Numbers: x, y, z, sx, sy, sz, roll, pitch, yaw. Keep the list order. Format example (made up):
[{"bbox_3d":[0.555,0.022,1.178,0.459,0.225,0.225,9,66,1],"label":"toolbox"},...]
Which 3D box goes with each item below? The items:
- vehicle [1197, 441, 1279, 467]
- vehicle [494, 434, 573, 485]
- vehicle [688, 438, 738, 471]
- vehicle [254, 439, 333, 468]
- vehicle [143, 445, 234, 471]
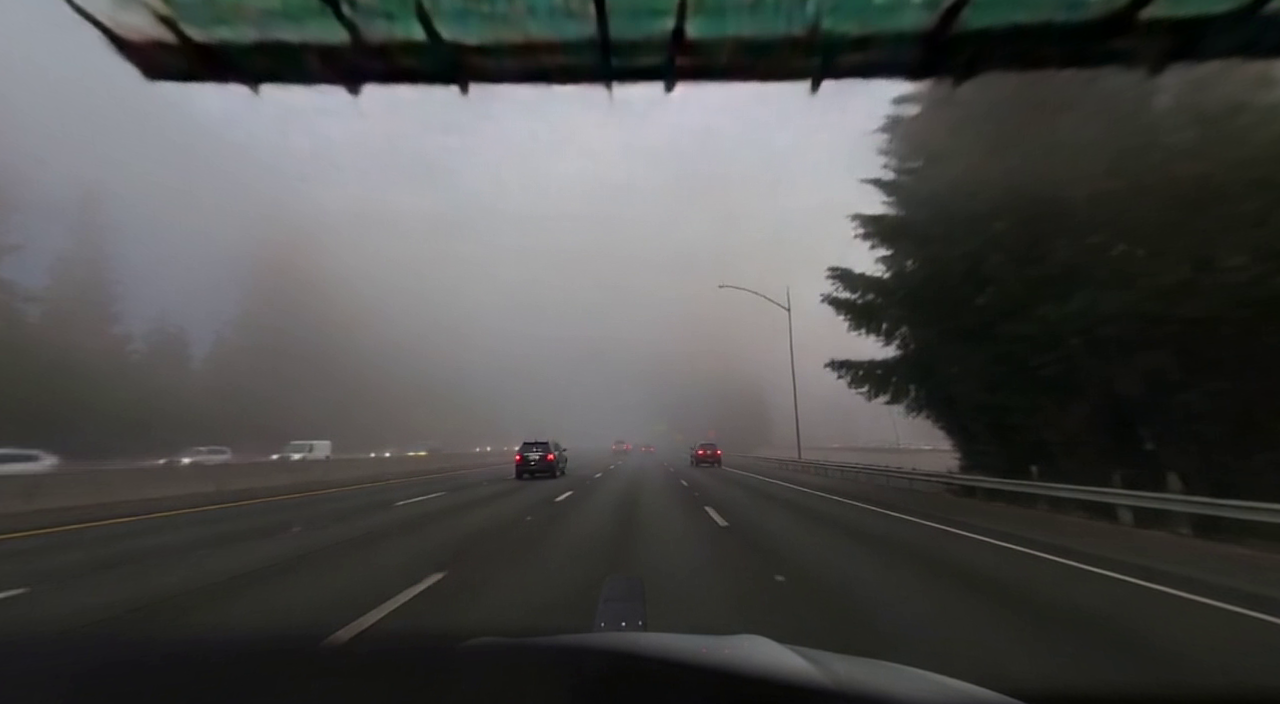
[{"bbox_3d":[42.924,7.219,44.834,1.903,1.707,4.655,1,-8,-10],"label":"vehicle"},{"bbox_3d":[-3.962,4.066,24.199,2.196,1.733,4.355,0,-8,1],"label":"vehicle"},{"bbox_3d":[3.928,5.639,34.880,2.229,1.704,4.392,0,-8,0],"label":"vehicle"},{"bbox_3d":[-23.927,7.002,43.860,2.164,1.876,5.764,0,-8,1],"label":"vehicle"},{"bbox_3d":[-31.603,7.413,44.409,2.124,1.653,5.613,0,-8,2],"label":"vehicle"}]
